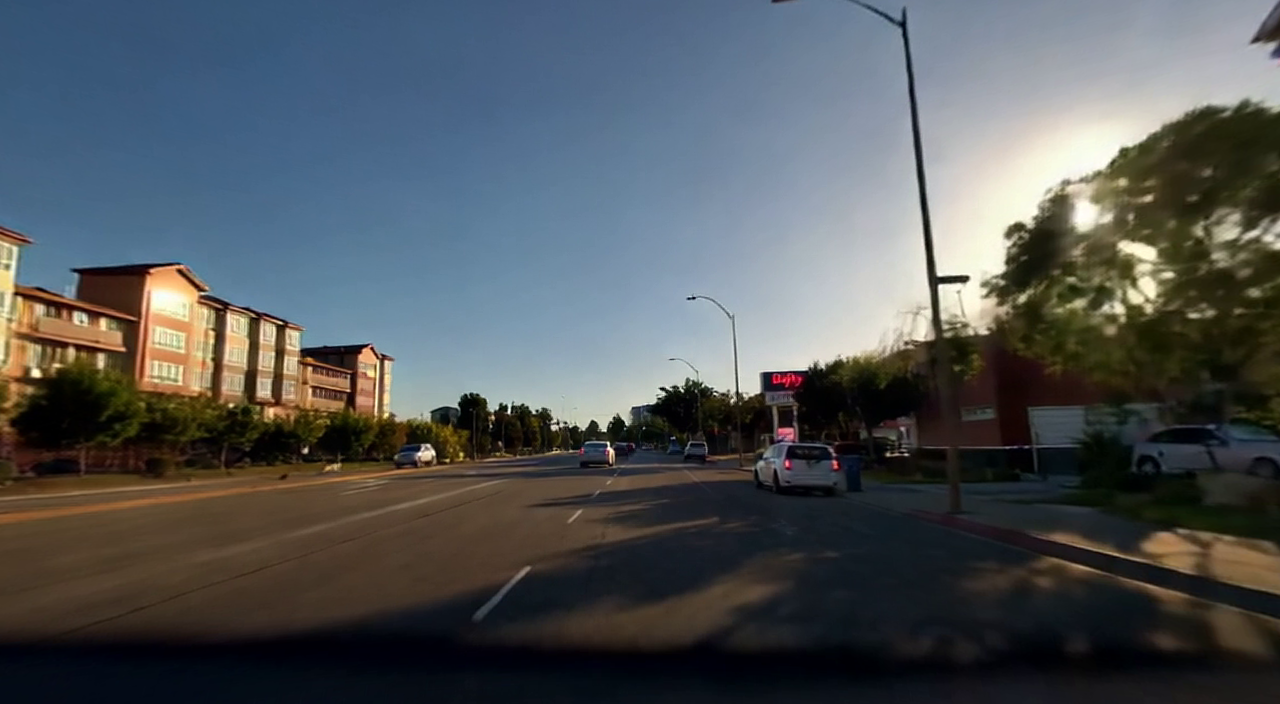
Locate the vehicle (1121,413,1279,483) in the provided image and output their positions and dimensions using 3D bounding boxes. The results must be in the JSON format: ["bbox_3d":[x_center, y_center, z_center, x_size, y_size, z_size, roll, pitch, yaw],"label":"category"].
[{"bbox_3d":[15.828,2.536,16.740,2.259,1.602,4.606,0,-8,-4],"label":"vehicle"}]

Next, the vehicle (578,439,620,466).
[{"bbox_3d":[-2.449,6.146,38.648,2.176,1.543,4.335,0,-8,1],"label":"vehicle"}]

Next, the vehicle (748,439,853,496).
[{"bbox_3d":[4.631,3.379,18.897,2.025,1.500,4.465,0,-8,1],"label":"vehicle"}]

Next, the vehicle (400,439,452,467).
[{"bbox_3d":[-14.367,6.776,42.507,1.973,1.742,4.024,0,-8,1],"label":"vehicle"}]
